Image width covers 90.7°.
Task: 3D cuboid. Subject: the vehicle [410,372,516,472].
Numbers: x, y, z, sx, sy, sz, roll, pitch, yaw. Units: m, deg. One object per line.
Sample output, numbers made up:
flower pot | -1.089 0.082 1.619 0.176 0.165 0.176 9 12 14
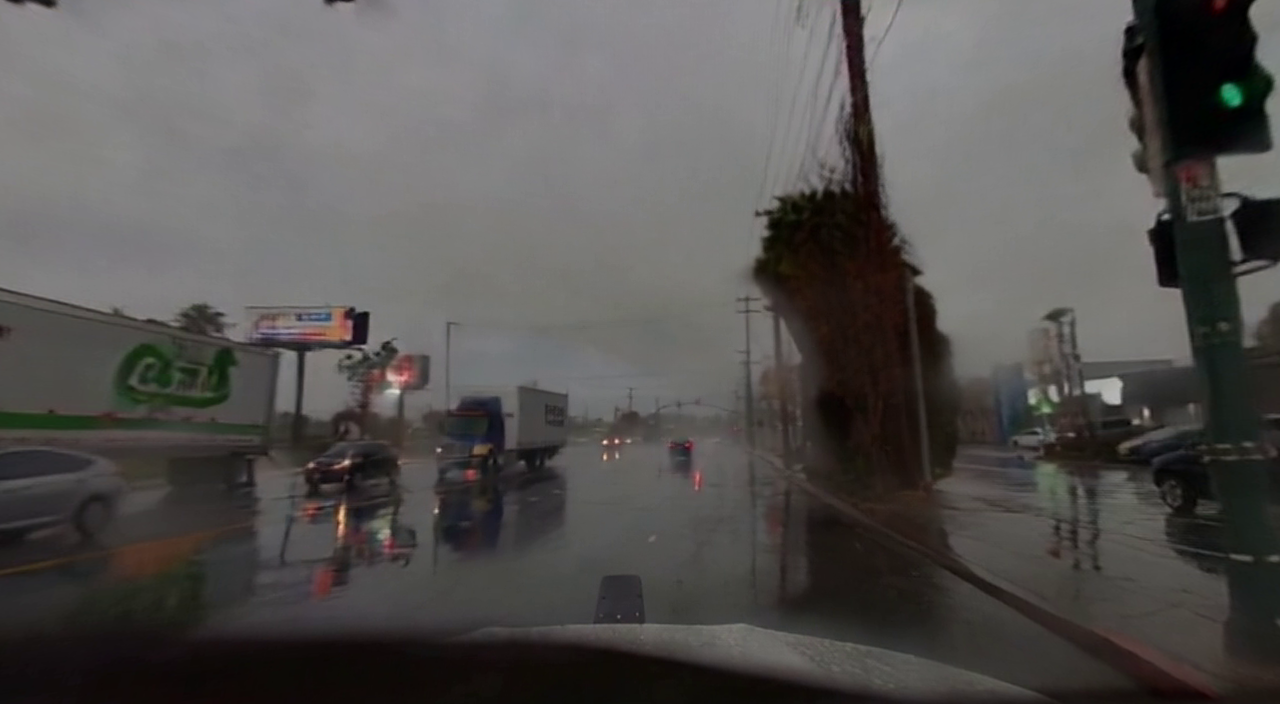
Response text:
vehicle | -7.321 3.060 26.659 3.027 3.903 3.372 -2 -10 9

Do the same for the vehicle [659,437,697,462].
vehicle | 2.512 6.257 40.836 2.040 1.492 5.114 -2 -9 8

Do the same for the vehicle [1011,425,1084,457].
vehicle | 21.294 4.703 33.231 1.697 1.559 3.647 -2 -9 8

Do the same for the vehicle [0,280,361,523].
vehicle | -12.158 1.229 13.428 2.876 4.151 17.071 -2 -9 7

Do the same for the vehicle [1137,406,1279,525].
vehicle | 9.246 1.547 8.698 1.796 1.490 4.416 -4 -12 10

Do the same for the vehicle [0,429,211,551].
vehicle | -9.265 2.007 9.388 1.949 1.510 4.958 -4 -6 8
